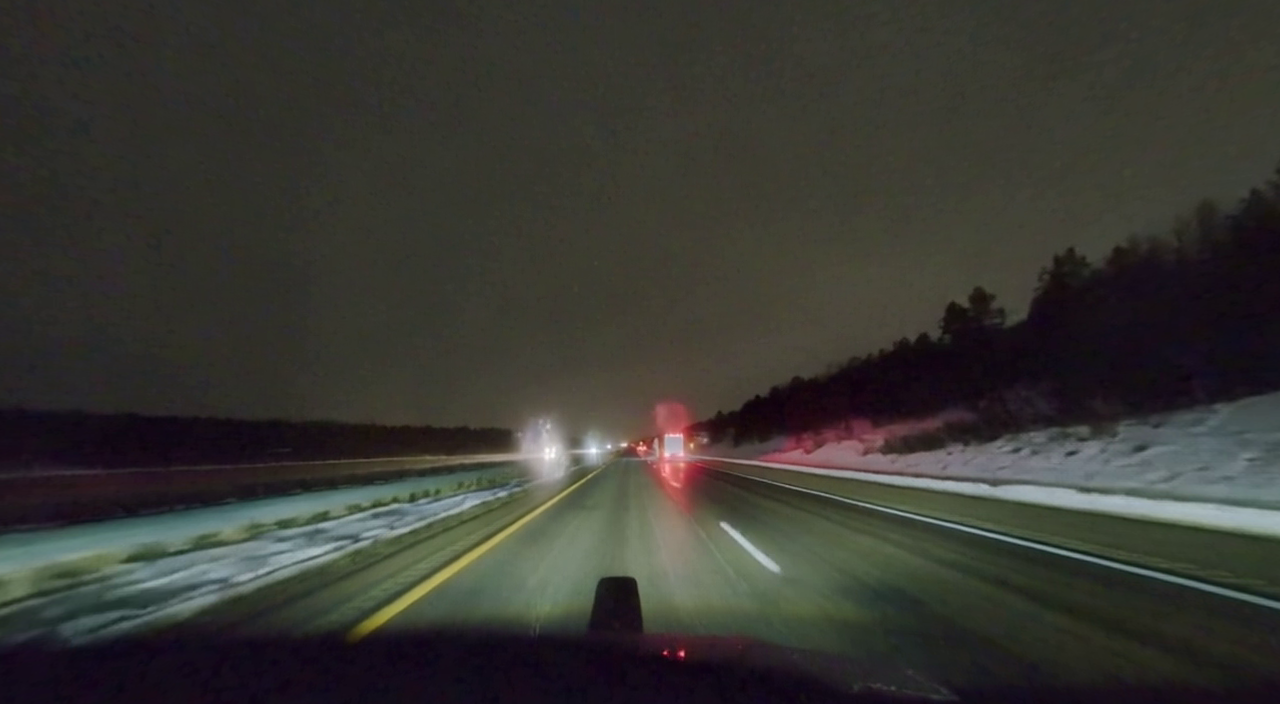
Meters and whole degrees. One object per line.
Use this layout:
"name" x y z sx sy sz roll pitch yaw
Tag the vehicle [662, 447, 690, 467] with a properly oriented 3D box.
"vehicle" 2.728 8.131 48.705 1.836 1.459 3.766 0 -9 -2
